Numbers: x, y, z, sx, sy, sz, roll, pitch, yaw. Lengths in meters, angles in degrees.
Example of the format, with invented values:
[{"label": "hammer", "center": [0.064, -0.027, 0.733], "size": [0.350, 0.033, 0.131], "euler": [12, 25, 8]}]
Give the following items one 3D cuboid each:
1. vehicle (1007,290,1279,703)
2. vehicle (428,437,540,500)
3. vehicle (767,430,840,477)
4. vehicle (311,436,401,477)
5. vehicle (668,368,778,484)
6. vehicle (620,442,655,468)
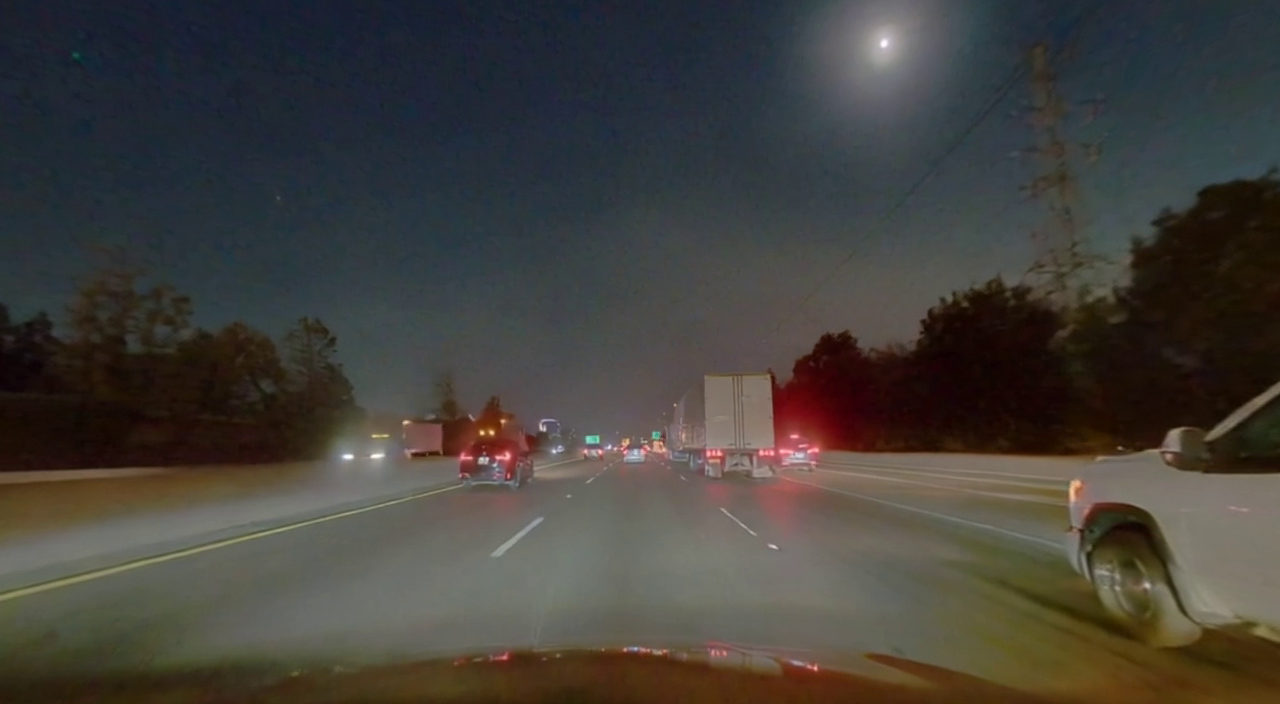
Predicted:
[{"label": "vehicle", "center": [3.333, 0.590, 1.284], "size": [2.132, 1.869, 4.978], "euler": [0, -8, 0]}, {"label": "vehicle", "center": [-4.091, 3.093, 17.199], "size": [1.968, 1.507, 3.829], "euler": [0, -8, 1]}, {"label": "vehicle", "center": [7.396, 4.633, 29.052], "size": [2.079, 1.938, 4.630], "euler": [0, -8, 0]}, {"label": "vehicle", "center": [-10.959, 4.025, 24.583], "size": [1.796, 1.470, 3.706], "euler": [0, -8, 0]}, {"label": "vehicle", "center": [3.300, 3.761, 30.524], "size": [2.907, 4.109, 16.177], "euler": [0, -8, -1]}, {"label": "vehicle", "center": [-0.107, 6.377, 39.224], "size": [2.047, 1.485, 3.938], "euler": [0, -8, 1]}]
